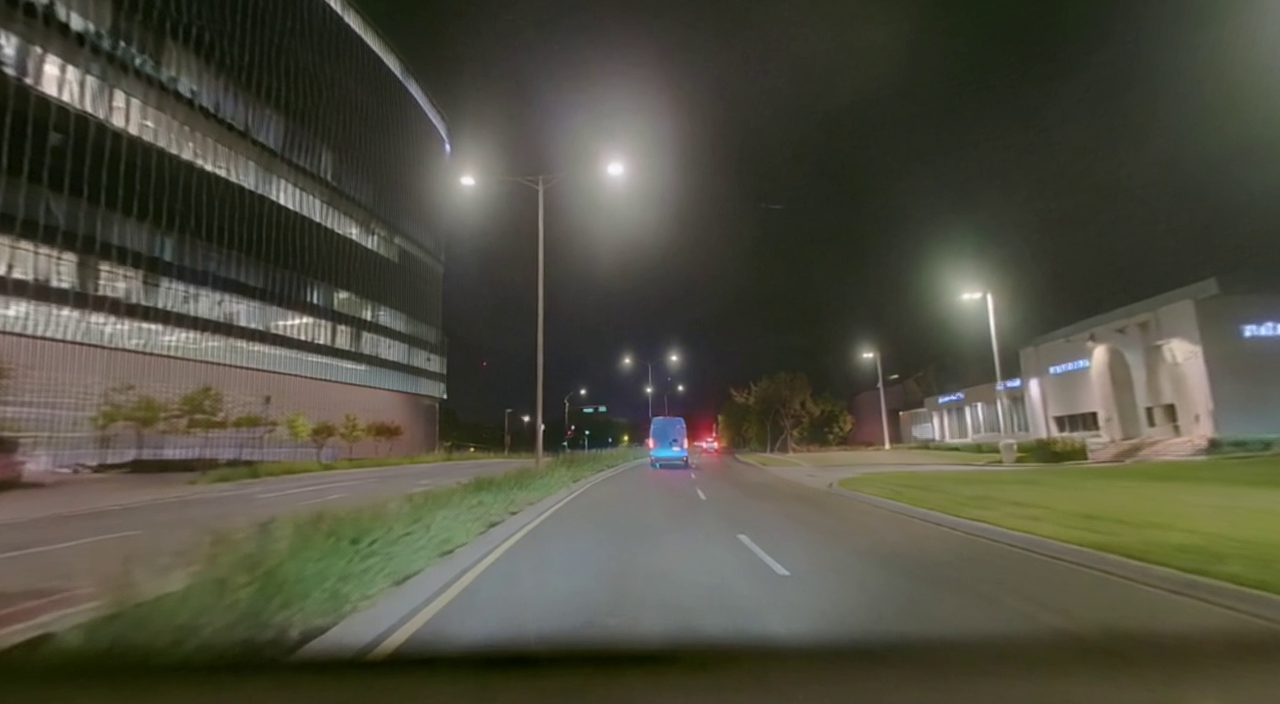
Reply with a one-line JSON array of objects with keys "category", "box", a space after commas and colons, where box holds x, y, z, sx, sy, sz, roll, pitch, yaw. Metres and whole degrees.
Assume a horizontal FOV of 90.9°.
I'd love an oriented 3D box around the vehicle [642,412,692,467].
[{"category": "vehicle", "box": [1.591, 4.836, 34.914, 2.435, 2.816, 5.232, -1, -8, 5]}]
